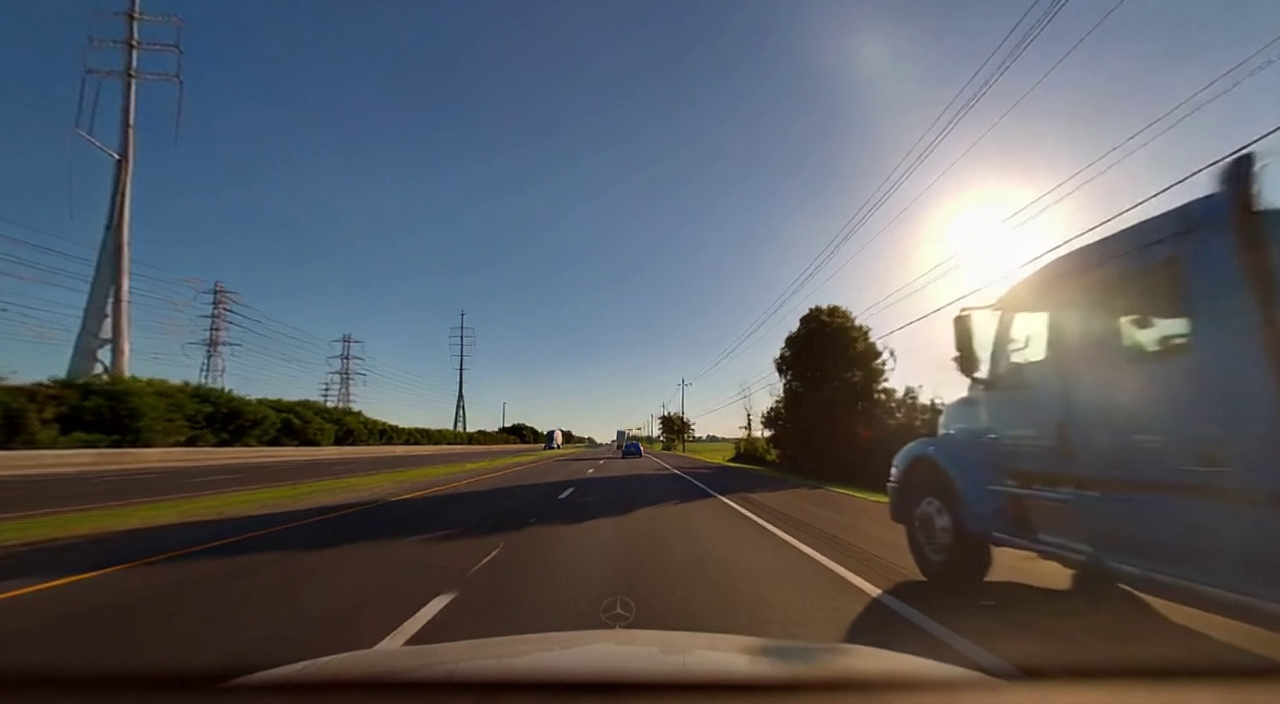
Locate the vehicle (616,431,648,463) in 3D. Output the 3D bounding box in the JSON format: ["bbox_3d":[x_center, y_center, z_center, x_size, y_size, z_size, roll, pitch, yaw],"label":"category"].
[{"bbox_3d":[-0.651,6.898,45.839,2.240,2.129,4.480,0,-8,-2],"label":"vehicle"}]
